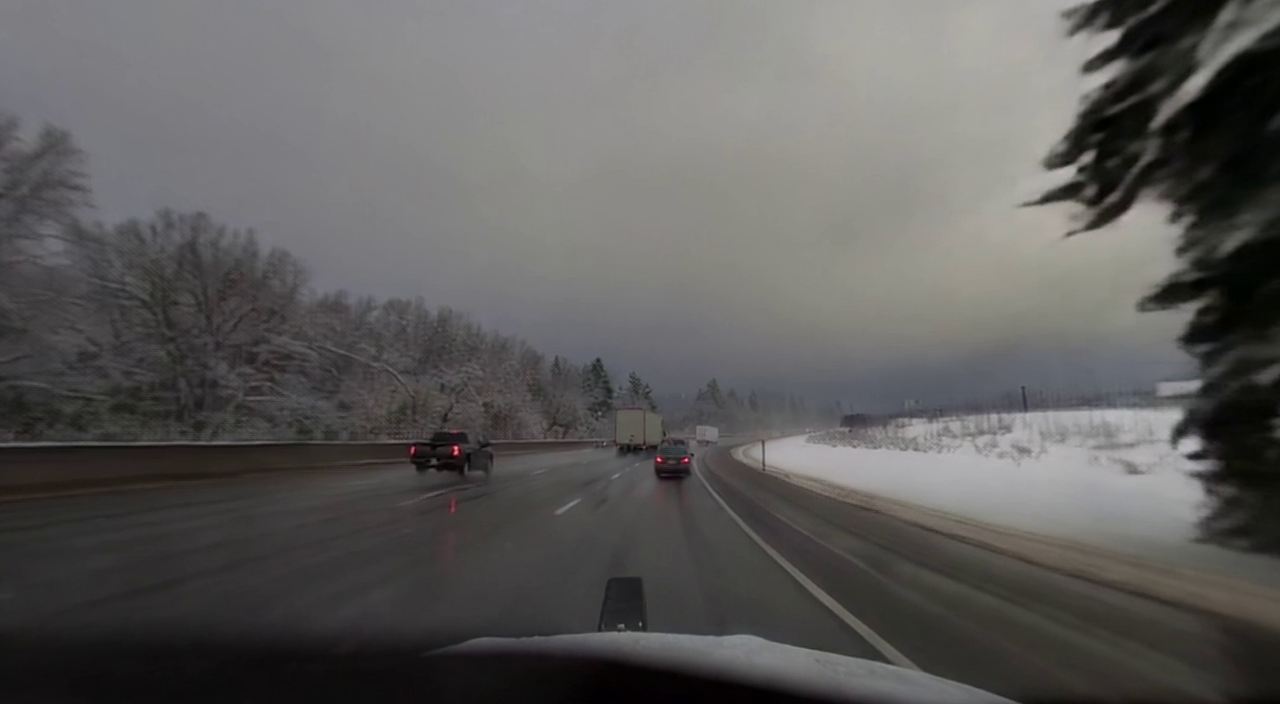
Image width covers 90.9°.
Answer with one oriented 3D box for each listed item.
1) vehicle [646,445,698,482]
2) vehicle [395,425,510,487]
[{"bbox_3d":[1.328,4.505,25.779,1.984,1.365,3.767,1,-8,4],"label":"vehicle"},{"bbox_3d":[-6.221,3.519,21.695,2.142,1.833,4.854,1,-8,4],"label":"vehicle"}]
